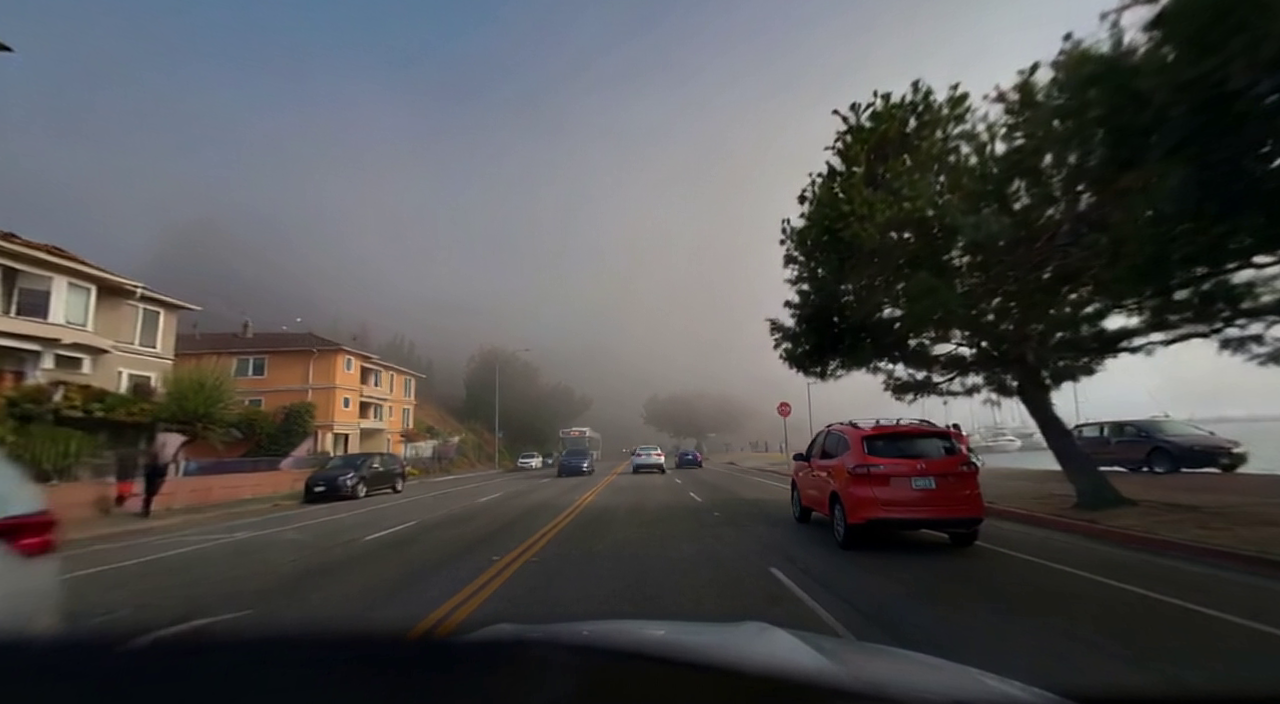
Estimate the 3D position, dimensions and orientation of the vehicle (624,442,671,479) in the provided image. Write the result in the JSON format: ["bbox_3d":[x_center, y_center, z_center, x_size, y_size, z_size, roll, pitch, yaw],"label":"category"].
[{"bbox_3d":[0.330,5.184,30.516,2.132,1.632,3.838,-1,-8,0],"label":"vehicle"}]

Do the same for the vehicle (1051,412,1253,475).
[{"bbox_3d":[15.154,2.784,19.169,1.967,1.526,5.016,-4,-8,1],"label":"vehicle"}]

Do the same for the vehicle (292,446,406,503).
[{"bbox_3d":[-10.748,4.512,23.780,2.107,1.868,4.690,-1,-8,-1],"label":"vehicle"}]

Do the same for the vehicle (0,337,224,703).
[{"bbox_3d":[-3.125,0.659,0.875,2.125,1.701,4.310,-1,-8,0],"label":"vehicle"}]

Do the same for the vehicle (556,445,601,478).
[{"bbox_3d":[-3.178,5.770,33.401,1.893,1.583,4.107,-1,-8,1],"label":"vehicle"}]

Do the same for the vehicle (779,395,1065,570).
[{"bbox_3d":[3.458,1.692,8.904,2.000,1.809,4.405,-1,-8,1],"label":"vehicle"}]

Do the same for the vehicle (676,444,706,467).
[{"bbox_3d":[3.809,7.799,47.823,1.876,1.626,3.851,-1,-8,-1],"label":"vehicle"}]
